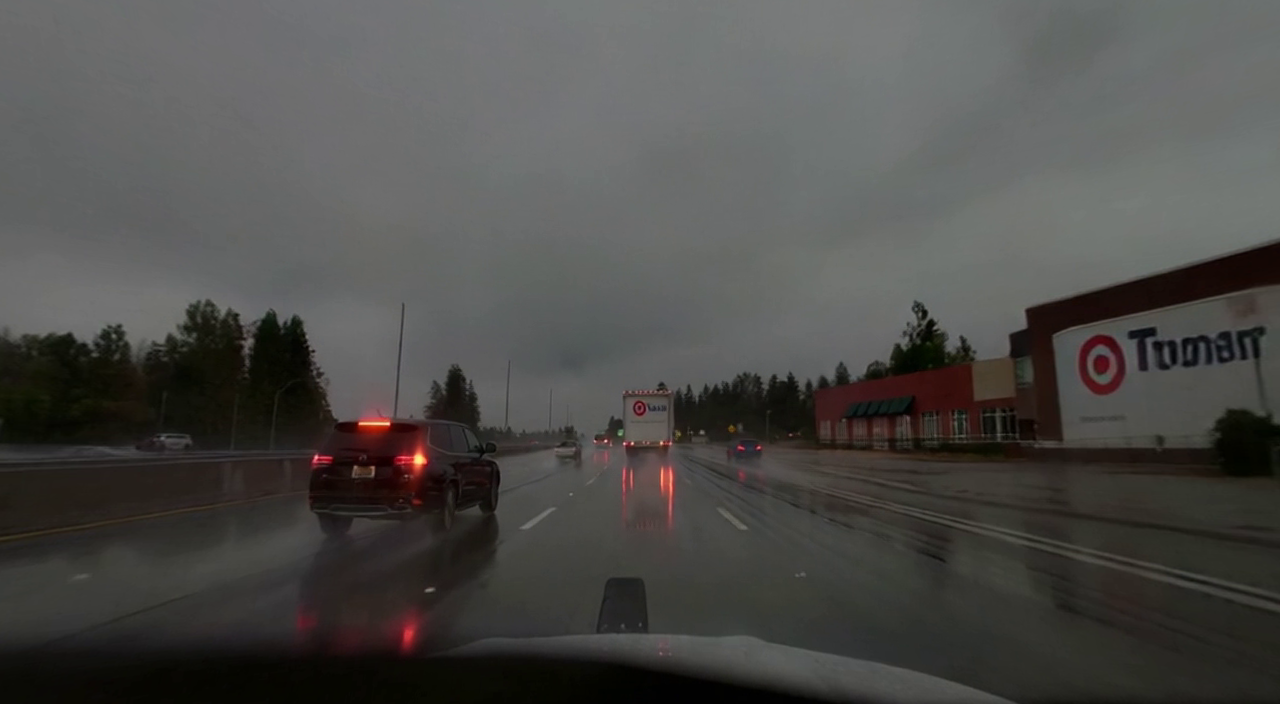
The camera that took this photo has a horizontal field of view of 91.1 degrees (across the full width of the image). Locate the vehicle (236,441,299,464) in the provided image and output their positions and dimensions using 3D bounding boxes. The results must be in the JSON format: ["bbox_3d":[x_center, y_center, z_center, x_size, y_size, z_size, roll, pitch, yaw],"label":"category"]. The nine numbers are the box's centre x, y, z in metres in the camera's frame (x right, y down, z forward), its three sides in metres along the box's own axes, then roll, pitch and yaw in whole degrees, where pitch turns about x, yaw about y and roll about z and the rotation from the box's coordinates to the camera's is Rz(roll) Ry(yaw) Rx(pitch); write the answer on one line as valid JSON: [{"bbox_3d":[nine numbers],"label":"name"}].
[{"bbox_3d":[-28.828,7.771,48.744,1.959,1.681,4.487,0,-8,2],"label":"vehicle"}]

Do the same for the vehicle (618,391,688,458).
[{"bbox_3d":[1.312,5.452,46.273,3.657,4.173,13.731,-1,-8,7],"label":"vehicle"}]

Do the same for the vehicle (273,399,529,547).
[{"bbox_3d":[-3.420,1.873,10.353,2.178,1.826,4.933,0,-9,1],"label":"vehicle"}]

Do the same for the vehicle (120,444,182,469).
[{"bbox_3d":[-36.370,7.702,46.643,4.674,1.730,2.261,-6,-10,35],"label":"vehicle"}]

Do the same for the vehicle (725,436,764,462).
[{"bbox_3d":[7.037,6.562,42.679,1.958,1.681,4.109,0,-8,0],"label":"vehicle"}]
